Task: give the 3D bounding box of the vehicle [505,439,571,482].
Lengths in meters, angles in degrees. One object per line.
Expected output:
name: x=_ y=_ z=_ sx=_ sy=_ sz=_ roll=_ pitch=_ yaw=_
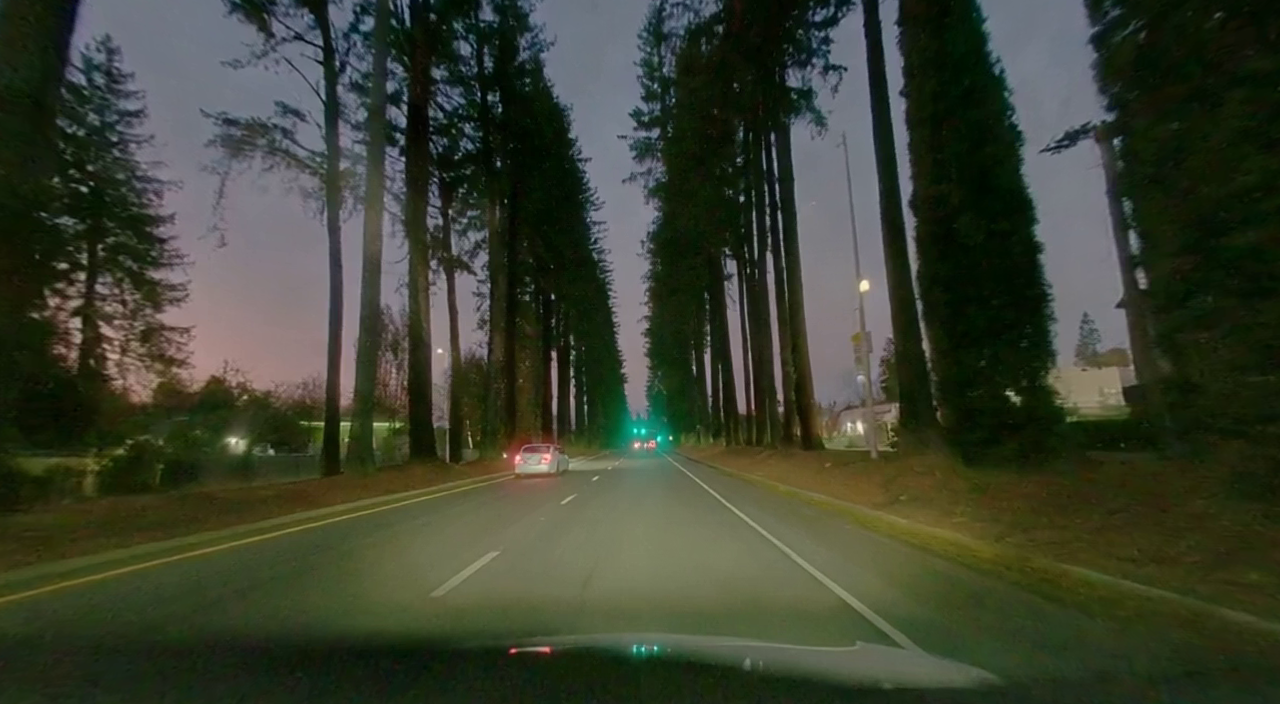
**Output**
vehicle: x=-4.140 y=4.487 z=26.333 sx=1.914 sy=1.630 sz=4.351 roll=0 pitch=-8 yaw=1
